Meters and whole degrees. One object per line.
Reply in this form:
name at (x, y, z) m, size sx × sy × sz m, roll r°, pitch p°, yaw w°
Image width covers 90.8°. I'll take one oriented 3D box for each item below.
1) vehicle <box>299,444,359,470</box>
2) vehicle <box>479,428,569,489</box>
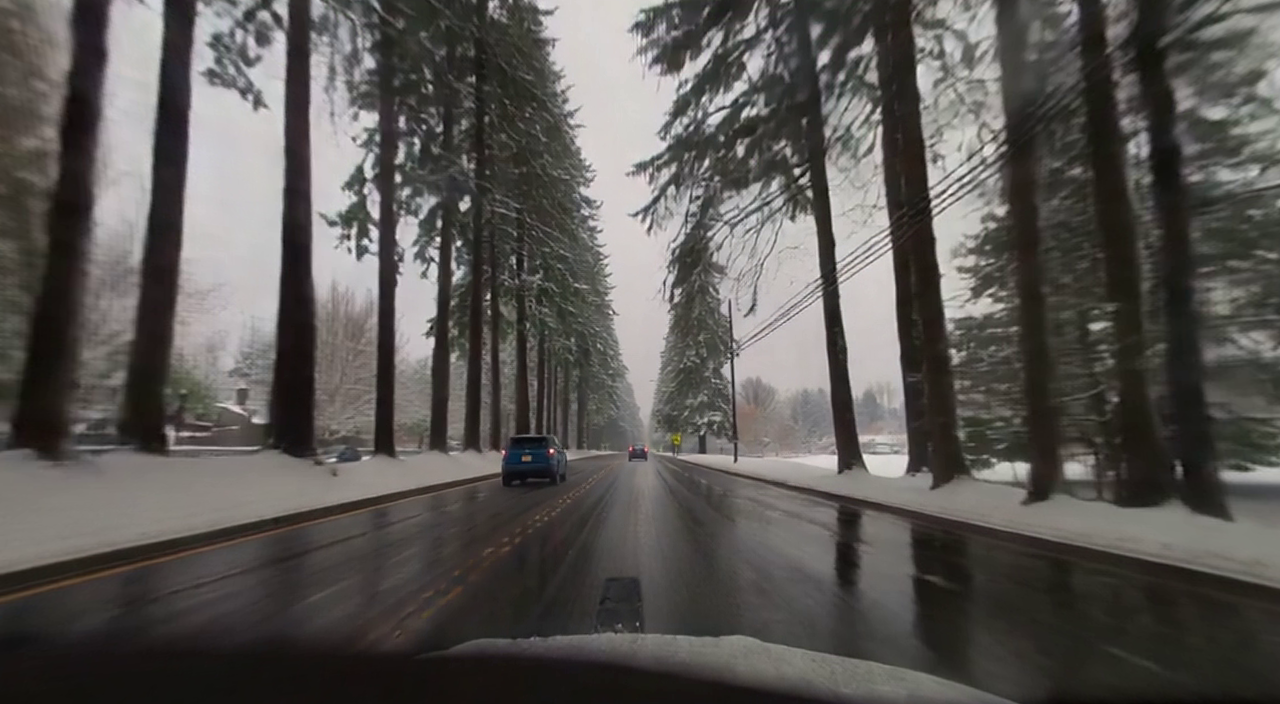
vehicle at (-21.045, 7.097, 42.948) m, size 1.875 × 1.602 × 4.317 m, roll 0°, pitch -8°, yaw 0°
vehicle at (-3.647, 3.434, 20.726) m, size 2.078 × 1.748 × 4.279 m, roll 0°, pitch -8°, yaw 1°
